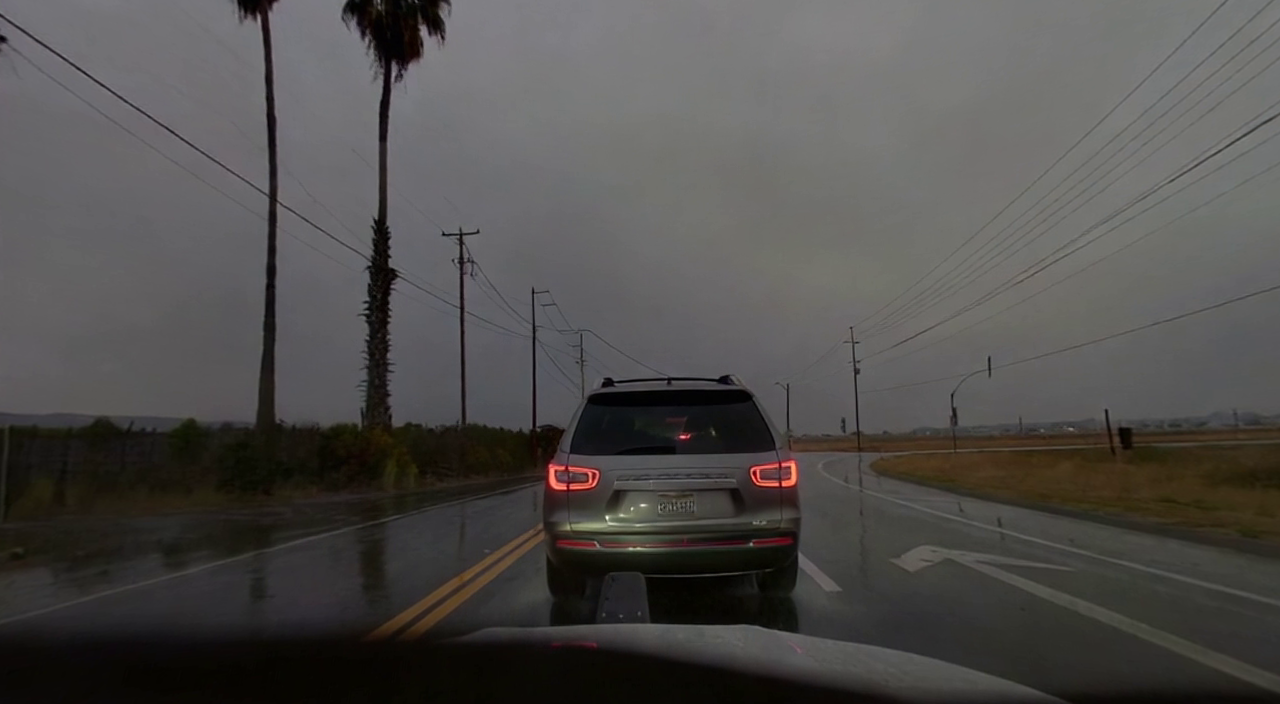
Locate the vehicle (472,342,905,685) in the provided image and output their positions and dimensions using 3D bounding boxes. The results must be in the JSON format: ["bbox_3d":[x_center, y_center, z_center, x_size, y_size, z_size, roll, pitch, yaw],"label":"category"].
[{"bbox_3d":[0.181,1.205,5.813,2.364,1.859,4.538,0,-9,-2],"label":"vehicle"}]
